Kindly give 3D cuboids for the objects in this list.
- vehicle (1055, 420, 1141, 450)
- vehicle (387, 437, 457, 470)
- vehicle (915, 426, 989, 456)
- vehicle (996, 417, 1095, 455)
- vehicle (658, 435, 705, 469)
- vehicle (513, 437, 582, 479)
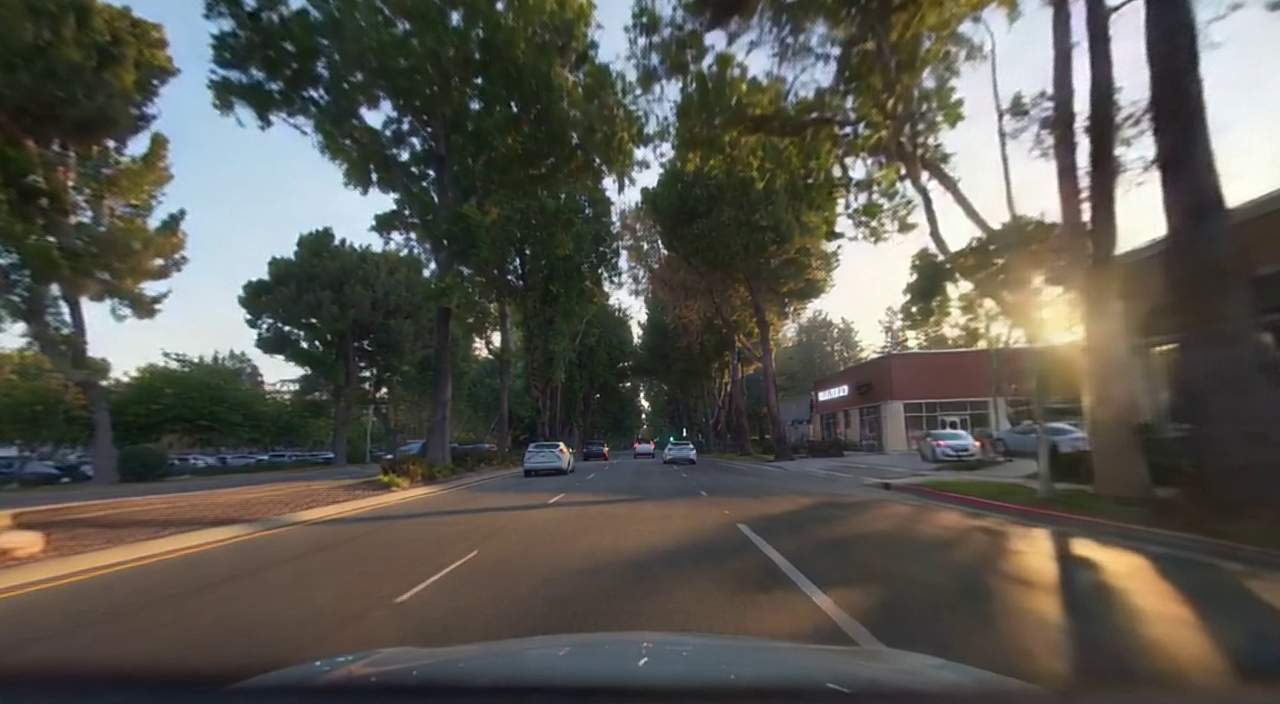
[{"bbox_3d":[23.696,4.351,32.799,1.783,1.459,3.816,-1,-9,4],"label":"vehicle"},{"bbox_3d":[-12.462,5.850,36.500,2.047,1.729,5.470,0,-8,1],"label":"vehicle"},{"bbox_3d":[15.927,4.575,32.396,1.823,1.413,3.884,0,-8,1],"label":"vehicle"},{"bbox_3d":[20.930,4.410,32.816,1.982,1.794,4.853,0,-8,1],"label":"vehicle"},{"bbox_3d":[1.961,4.863,30.812,1.922,1.579,3.642,0,-8,-2],"label":"vehicle"},{"bbox_3d":[-3.535,4.124,24.921,1.908,1.481,4.536,0,-8,2],"label":"vehicle"}]
